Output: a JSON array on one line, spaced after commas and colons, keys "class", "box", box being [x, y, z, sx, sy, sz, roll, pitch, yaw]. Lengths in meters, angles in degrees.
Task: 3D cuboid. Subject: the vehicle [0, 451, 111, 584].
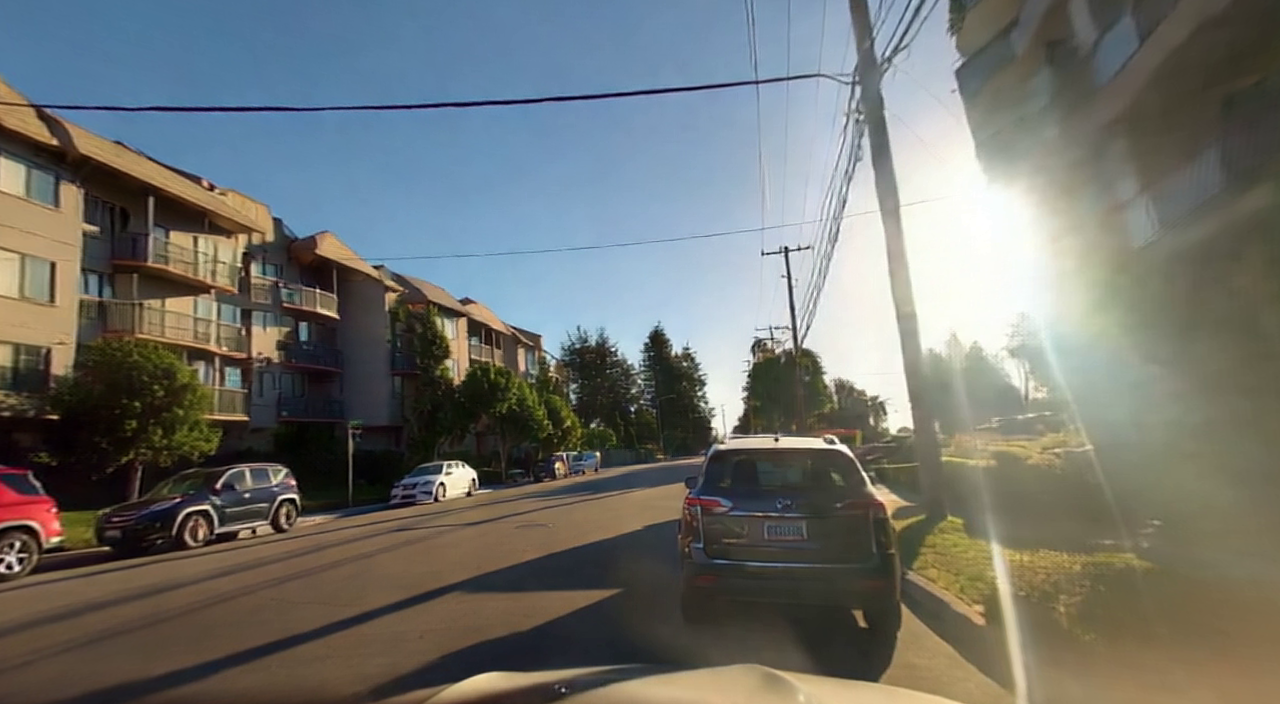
[{"class": "vehicle", "box": [-10.186, 2.338, 8.193, 1.973, 1.848, 5.100, -9, -11, 6]}]

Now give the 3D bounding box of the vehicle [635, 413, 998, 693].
[{"class": "vehicle", "box": [1.364, 1.481, 6.041, 2.030, 1.535, 4.683, -1, -9, 10]}]

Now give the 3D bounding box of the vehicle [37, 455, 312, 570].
[{"class": "vehicle", "box": [-9.385, 3.204, 13.378, 2.068, 1.745, 4.579, -8, -10, 6]}]

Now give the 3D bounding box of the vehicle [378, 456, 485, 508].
[{"class": "vehicle", "box": [-8.058, 5.051, 24.928, 2.017, 1.582, 4.664, -8, -11, 9]}]

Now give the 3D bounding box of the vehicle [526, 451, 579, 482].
[{"class": "vehicle", "box": [-5.452, 7.179, 40.009, 2.011, 1.801, 4.676, -1, -9, 9]}]
